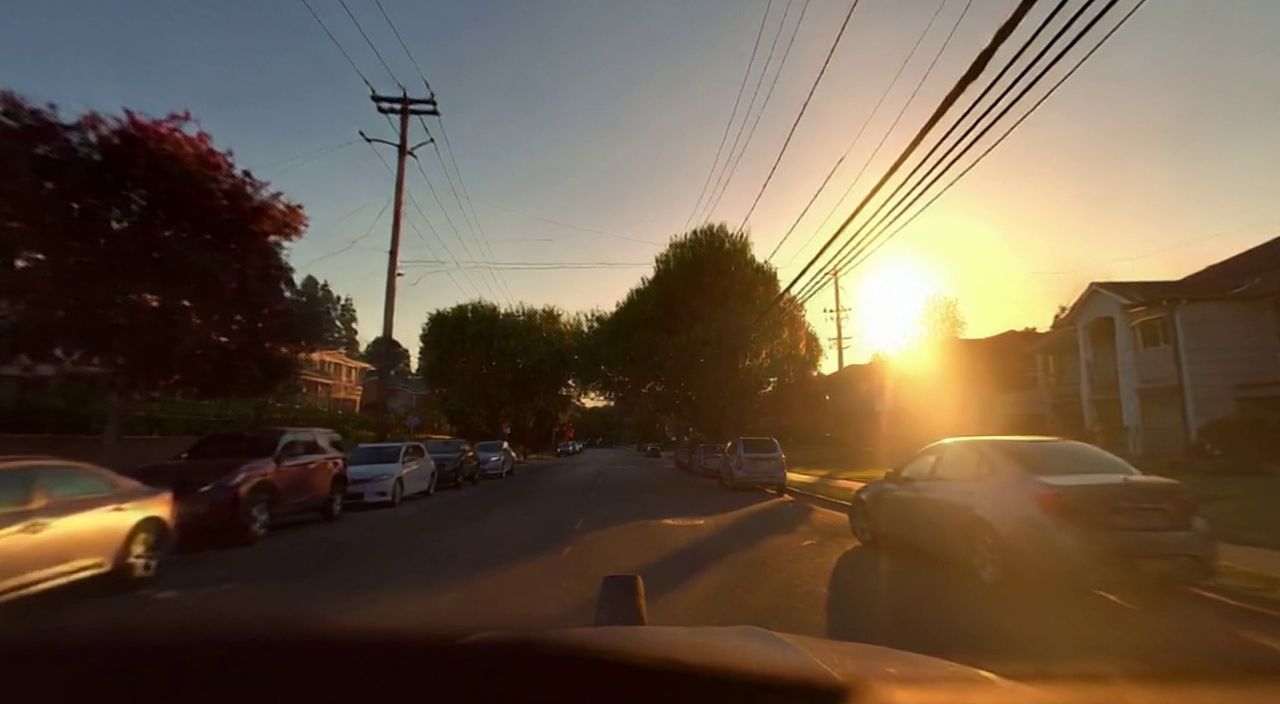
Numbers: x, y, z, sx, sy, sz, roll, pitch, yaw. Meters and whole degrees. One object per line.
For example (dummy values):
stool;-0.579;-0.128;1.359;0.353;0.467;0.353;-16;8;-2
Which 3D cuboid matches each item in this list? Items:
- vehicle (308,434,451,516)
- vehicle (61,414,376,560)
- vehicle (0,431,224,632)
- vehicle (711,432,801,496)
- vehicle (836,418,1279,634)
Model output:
vehicle;-6.075;2.835;15.334;1.863;1.561;4.380;-3;-7;-4
vehicle;-6.114;1.963;10.065;2.094;1.766;4.482;1;-8;-3
vehicle;-5.651;1.379;4.897;1.979;1.435;4.785;-2;-7;-5
vehicle;3.431;3.416;19.578;1.936;1.756;4.127;0;-9;-1
vehicle;4.051;1.646;7.159;1.910;1.567;4.856;0;-9;-3
